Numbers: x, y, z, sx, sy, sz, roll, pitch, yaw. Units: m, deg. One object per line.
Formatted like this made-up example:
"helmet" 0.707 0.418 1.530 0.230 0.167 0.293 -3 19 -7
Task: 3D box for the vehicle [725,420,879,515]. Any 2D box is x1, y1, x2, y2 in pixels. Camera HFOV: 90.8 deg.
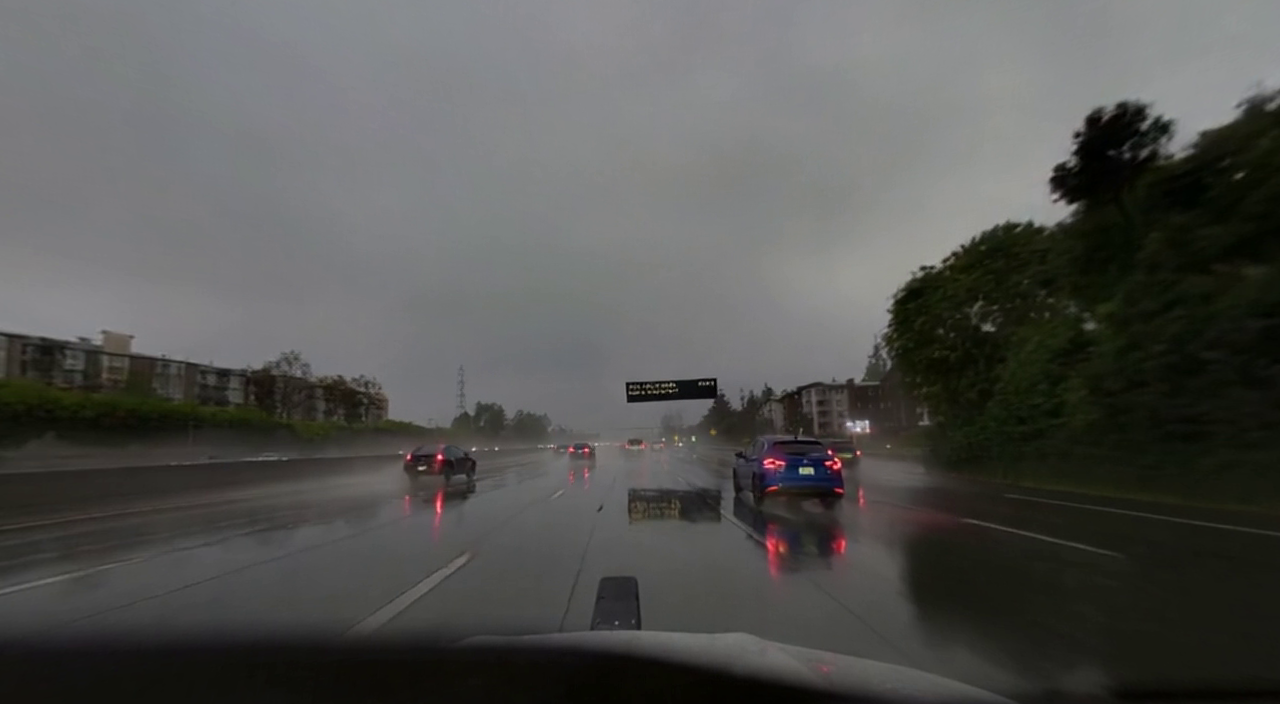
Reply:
"vehicle" 3.235 2.421 13.659 2.080 1.694 4.286 0 -9 -1

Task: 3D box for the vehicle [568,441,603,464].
"vehicle" -3.689 6.855 43.313 2.002 1.466 4.378 0 -9 0

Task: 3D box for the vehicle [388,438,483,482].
"vehicle" -7.500 3.999 23.685 2.021 1.496 4.495 0 -9 1
